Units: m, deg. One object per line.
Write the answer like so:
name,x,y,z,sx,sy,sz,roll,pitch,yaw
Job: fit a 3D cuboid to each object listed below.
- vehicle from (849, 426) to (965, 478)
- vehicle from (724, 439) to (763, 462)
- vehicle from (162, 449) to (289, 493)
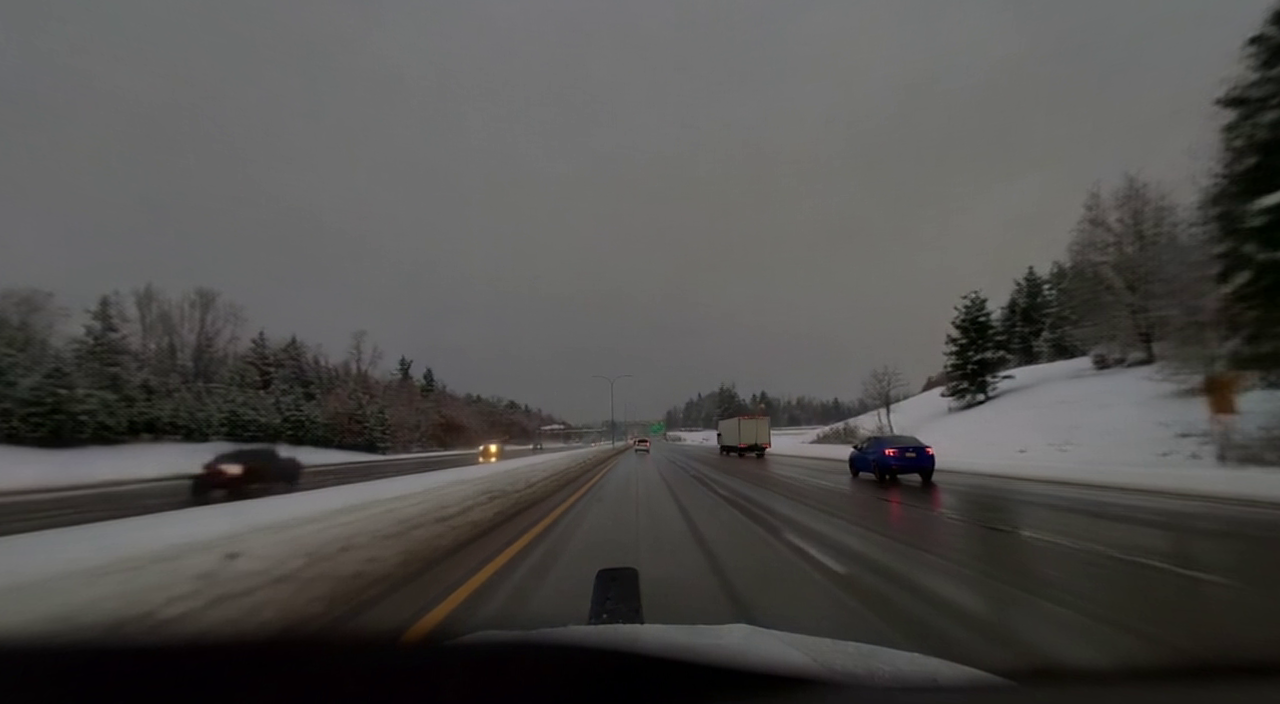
vehicle,11.038,4.204,26.654,2.387,1.936,5.646,0,-9,0
vehicle,7.428,7.114,45.644,2.053,1.553,4.463,0,-9,-1
vehicle,-15.879,4.552,24.443,1.907,1.498,4.414,0,-9,0
